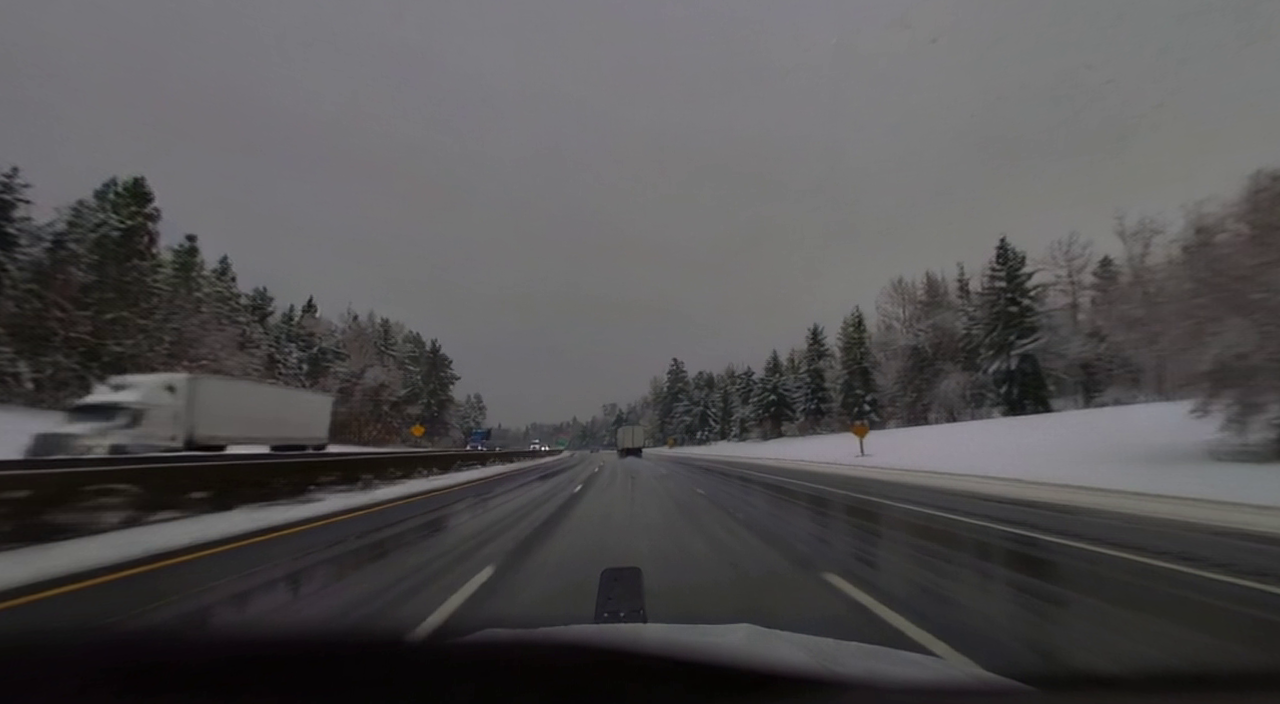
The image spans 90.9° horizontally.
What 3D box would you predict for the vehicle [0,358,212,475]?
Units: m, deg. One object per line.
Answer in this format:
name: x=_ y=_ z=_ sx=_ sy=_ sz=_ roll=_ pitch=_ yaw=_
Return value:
vehicle: x=-20.356 y=2.639 z=24.528 sx=2.957 sy=3.978 sz=6.241 roll=0 pitch=-9 yaw=-2
